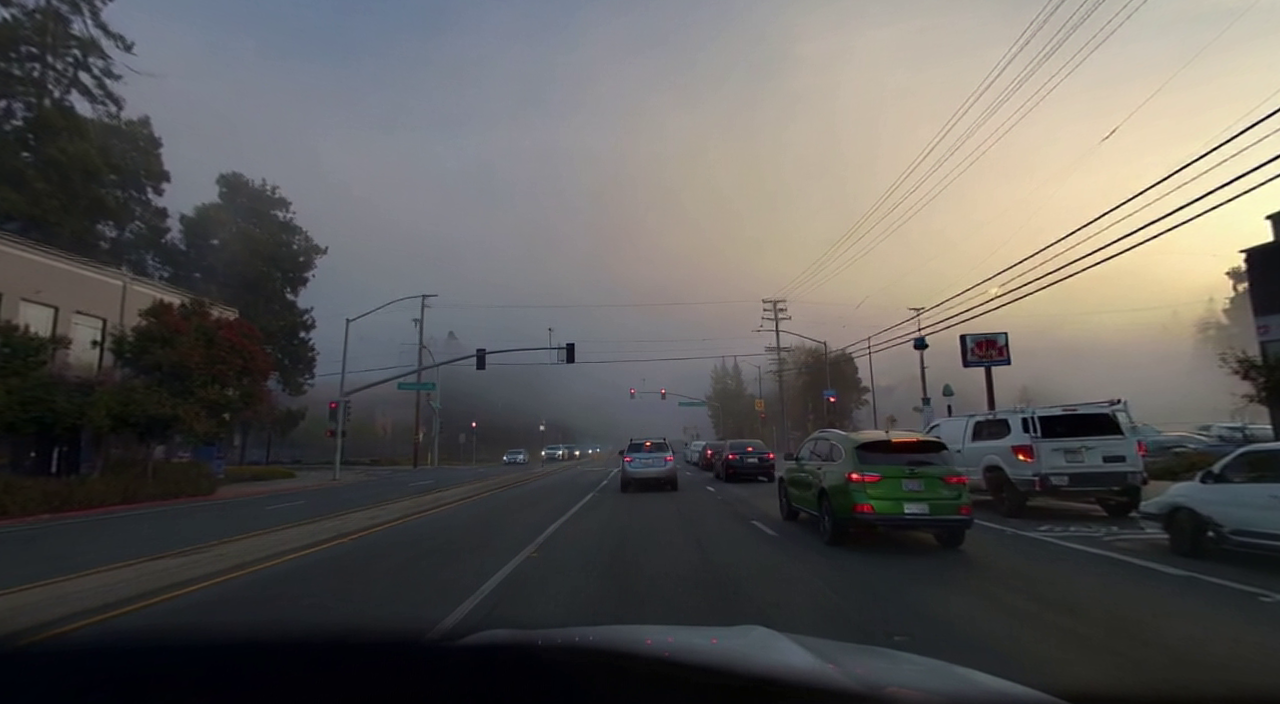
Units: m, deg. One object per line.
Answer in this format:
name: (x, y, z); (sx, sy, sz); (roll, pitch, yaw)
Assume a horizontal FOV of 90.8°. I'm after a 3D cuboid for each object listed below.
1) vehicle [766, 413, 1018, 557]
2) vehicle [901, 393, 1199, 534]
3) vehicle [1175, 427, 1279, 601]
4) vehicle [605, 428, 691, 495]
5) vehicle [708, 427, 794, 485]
vehicle: (3.304, 1.837, 9.400); (1.998, 1.620, 4.267); (0, -9, 0)
vehicle: (6.716, 1.909, 11.229); (2.080, 1.958, 4.653); (0, -9, -1)
vehicle: (6.277, 1.136, 3.870); (1.906, 1.435, 4.670); (0, -9, 0)
vehicle: (0.211, 3.062, 17.931); (2.149, 1.668, 3.962); (0, -9, 1)
vehicle: (3.742, 3.608, 22.225); (2.060, 1.789, 4.712); (0, -9, -1)
